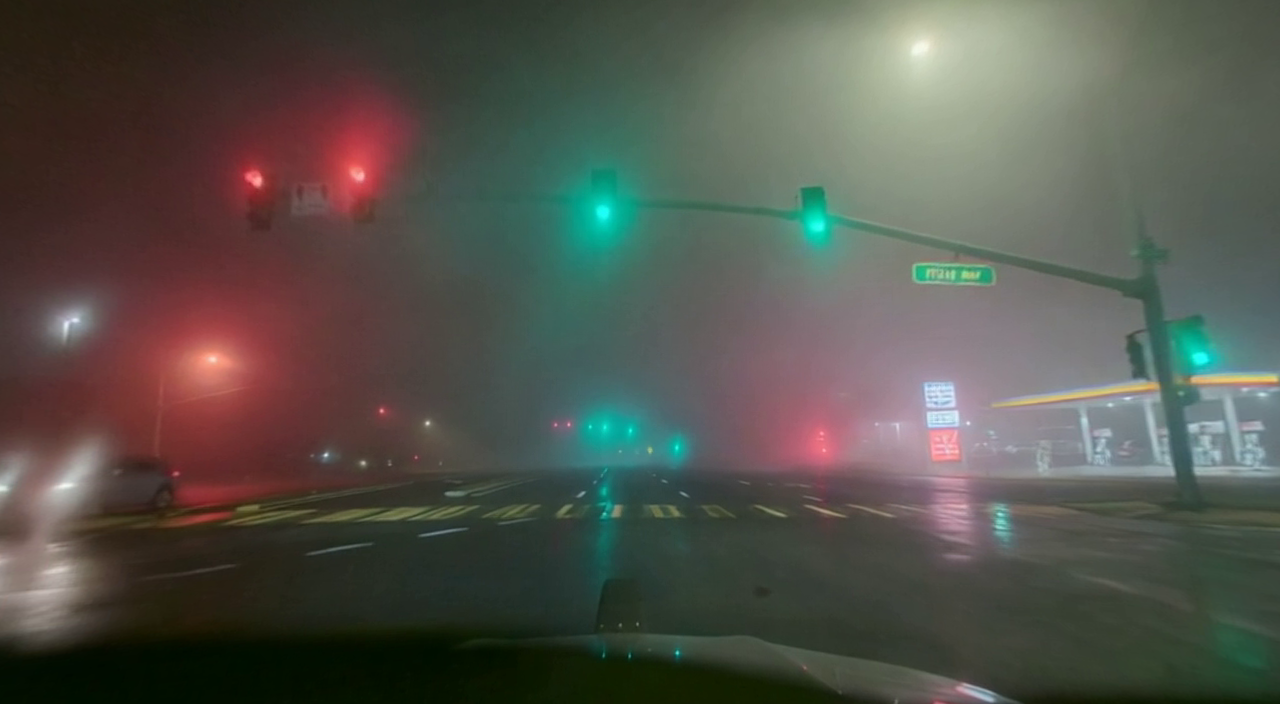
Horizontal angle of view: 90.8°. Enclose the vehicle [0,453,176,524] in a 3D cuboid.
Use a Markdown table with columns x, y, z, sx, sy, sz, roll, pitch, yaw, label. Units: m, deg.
| x | y | z | sx | sy | sz | roll | pitch | yaw | label |
| --- | --- | --- | --- | --- | --- | --- | --- | --- | --- |
| -15.158 | 3.554 | 17.032 | 2.053 | 1.598 | 4.336 | 0 | -9 | -2 | vehicle |
